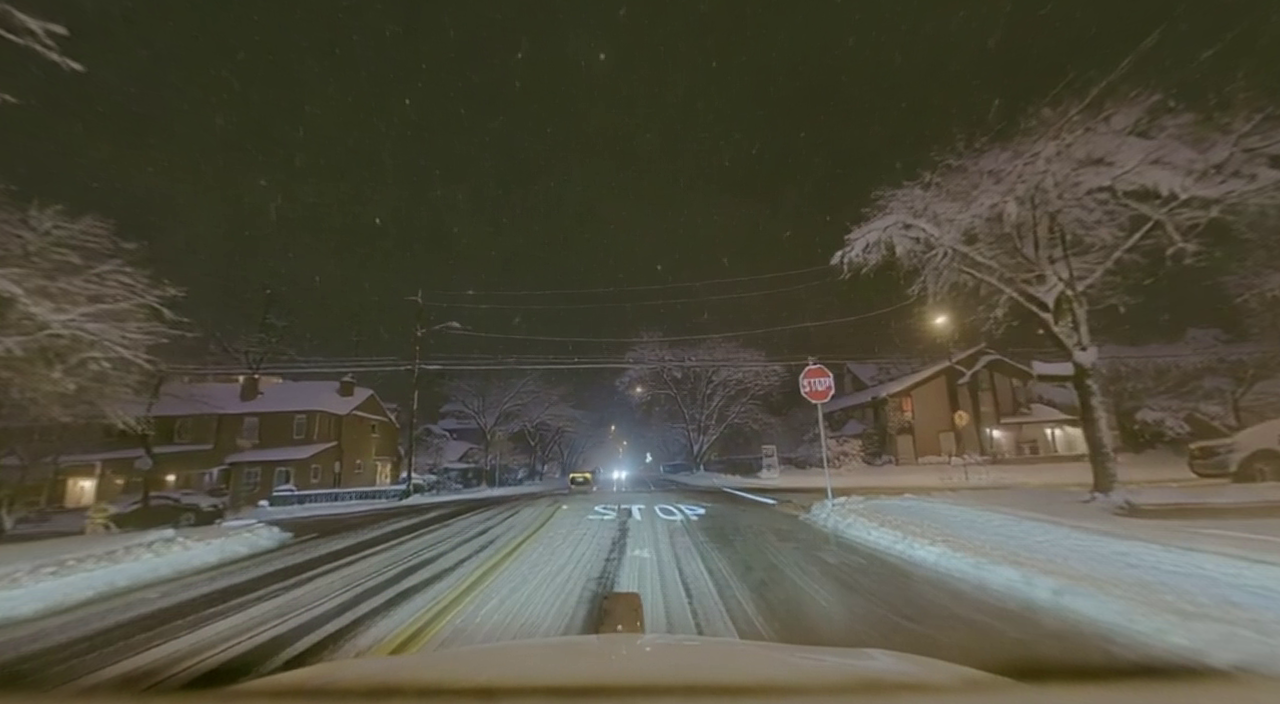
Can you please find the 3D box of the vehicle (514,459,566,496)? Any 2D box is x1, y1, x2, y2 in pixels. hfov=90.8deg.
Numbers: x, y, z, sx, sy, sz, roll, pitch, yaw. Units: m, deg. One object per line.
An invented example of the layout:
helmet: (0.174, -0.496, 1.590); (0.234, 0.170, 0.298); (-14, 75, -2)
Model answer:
vehicle: (-5.984, 7.567, 38.388); (2.149, 1.823, 4.613); (-7, -10, 1)

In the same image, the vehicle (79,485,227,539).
vehicle: (-18.467, 6.048, 24.028); (4.274, 1.626, 2.093); (-5, -9, 11)

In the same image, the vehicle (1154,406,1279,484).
vehicle: (16.816, 2.365, 16.221); (4.982, 1.874, 2.133); (-3, -9, 13)
